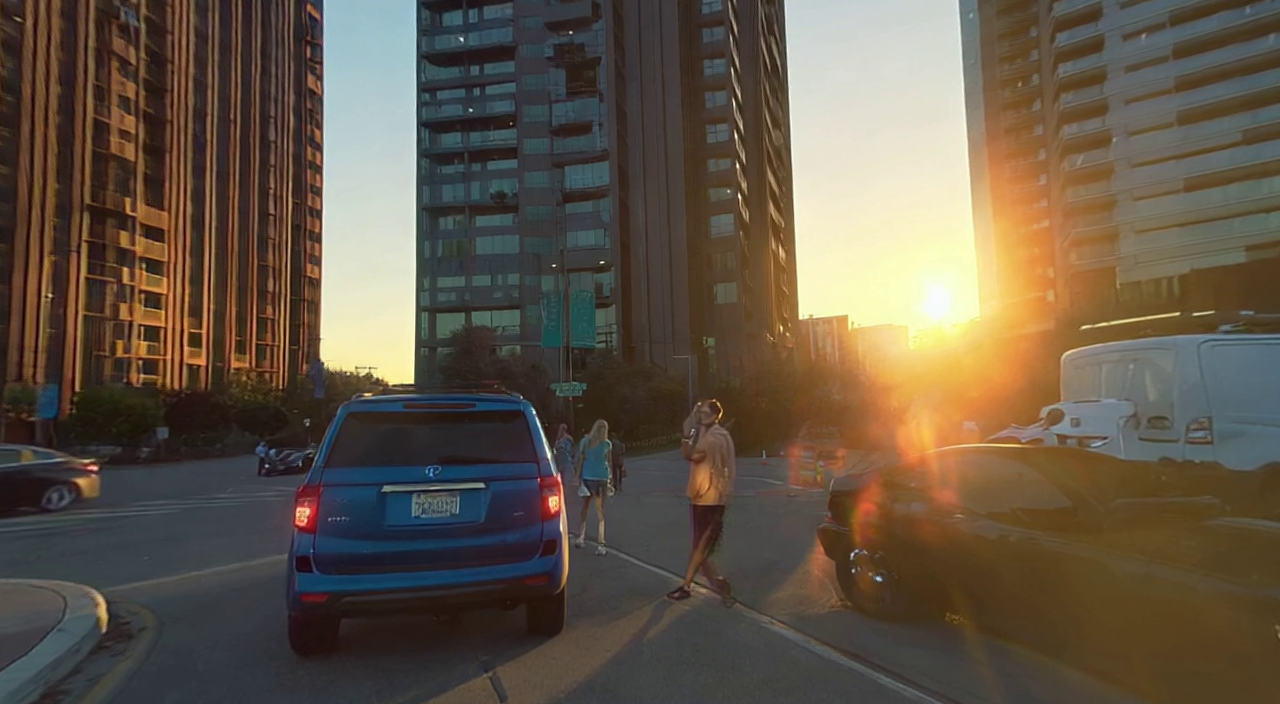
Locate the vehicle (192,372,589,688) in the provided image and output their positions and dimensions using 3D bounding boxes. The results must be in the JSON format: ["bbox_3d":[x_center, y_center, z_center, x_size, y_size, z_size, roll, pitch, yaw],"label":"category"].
[{"bbox_3d":[-1.631,1.289,5.710,2.144,1.733,4.115,1,-9,-7],"label":"vehicle"}]

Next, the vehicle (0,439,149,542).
[{"bbox_3d":[-12.004,2.436,11.195,2.021,1.742,4.654,-6,-11,36],"label":"vehicle"}]

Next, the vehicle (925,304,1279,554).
[{"bbox_3d":[7.822,0.993,8.195,6.932,2.753,2.446,0,-8,1],"label":"vehicle"}]
